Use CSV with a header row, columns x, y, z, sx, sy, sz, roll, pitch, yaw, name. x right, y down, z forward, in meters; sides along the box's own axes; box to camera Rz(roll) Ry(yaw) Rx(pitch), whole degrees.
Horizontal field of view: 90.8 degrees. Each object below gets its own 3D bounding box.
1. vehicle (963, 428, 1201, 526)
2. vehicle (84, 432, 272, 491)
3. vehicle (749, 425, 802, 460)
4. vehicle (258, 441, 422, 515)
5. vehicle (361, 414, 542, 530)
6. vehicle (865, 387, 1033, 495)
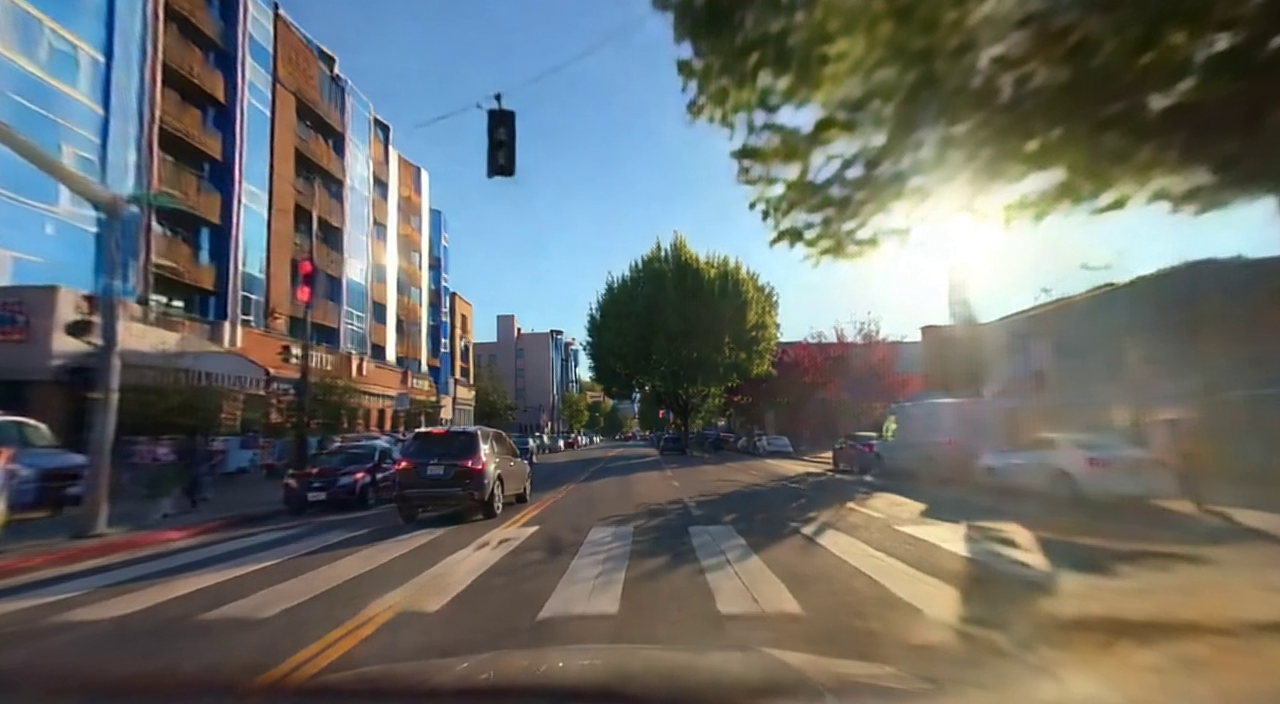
x,y,z,sx,sy,sz,roll,pitch,yaw,name
8.805,2.465,13.188,1.854,1.663,4.300,1,-8,0,vehicle
-13.634,3.239,18.864,4.033,1.533,1.895,2,-8,0,vehicle
8.996,6.071,42.609,2.249,2.117,5.743,0,-8,0,vehicle
-6.958,2.915,15.282,1.806,1.466,4.373,0,-8,0,vehicle
-3.231,2.130,11.914,2.002,1.756,4.366,0,-8,1,vehicle
9.077,2.707,19.413,2.285,2.778,5.847,0,-8,2,vehicle
